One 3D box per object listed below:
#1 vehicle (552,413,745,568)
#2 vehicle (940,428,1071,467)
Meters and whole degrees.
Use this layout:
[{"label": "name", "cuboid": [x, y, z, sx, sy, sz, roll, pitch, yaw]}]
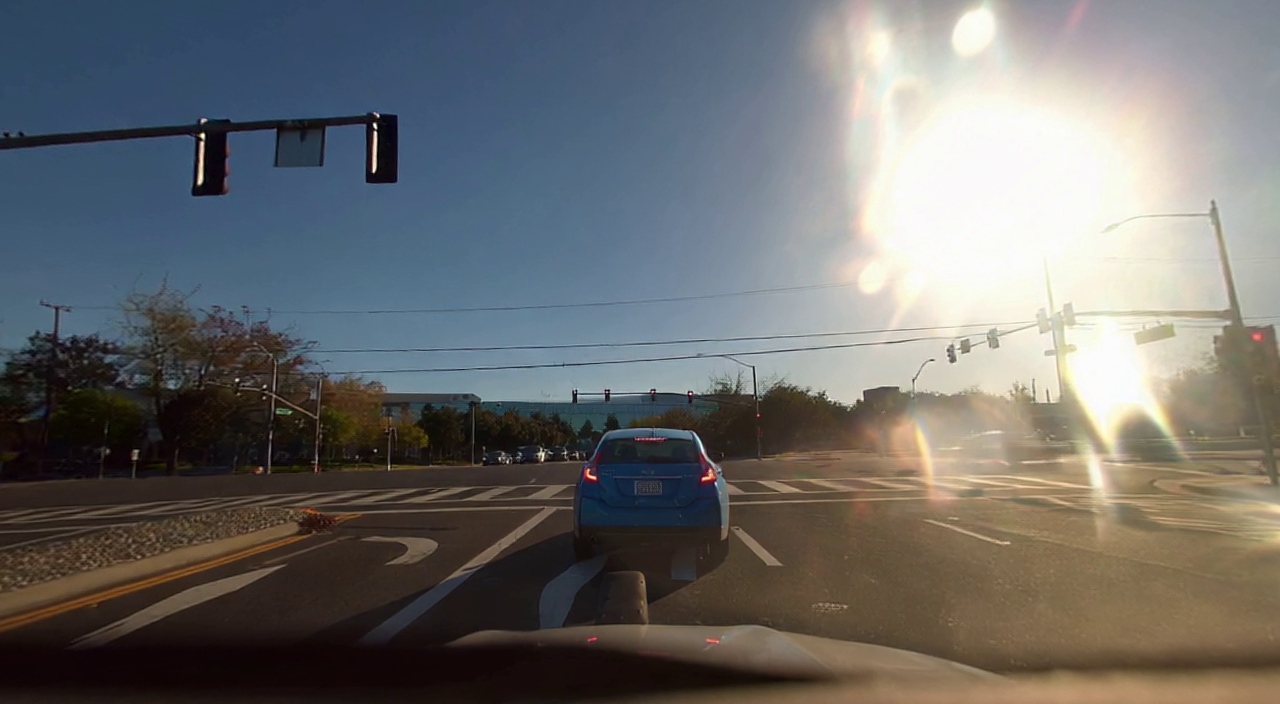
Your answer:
[{"label": "vehicle", "cuboid": [0.048, 1.756, 8.709, 2.027, 1.626, 3.942, 0, -8, -1]}, {"label": "vehicle", "cuboid": [18.320, 4.815, 31.829, 5.247, 1.889, 2.050, 0, -8, 1]}]
